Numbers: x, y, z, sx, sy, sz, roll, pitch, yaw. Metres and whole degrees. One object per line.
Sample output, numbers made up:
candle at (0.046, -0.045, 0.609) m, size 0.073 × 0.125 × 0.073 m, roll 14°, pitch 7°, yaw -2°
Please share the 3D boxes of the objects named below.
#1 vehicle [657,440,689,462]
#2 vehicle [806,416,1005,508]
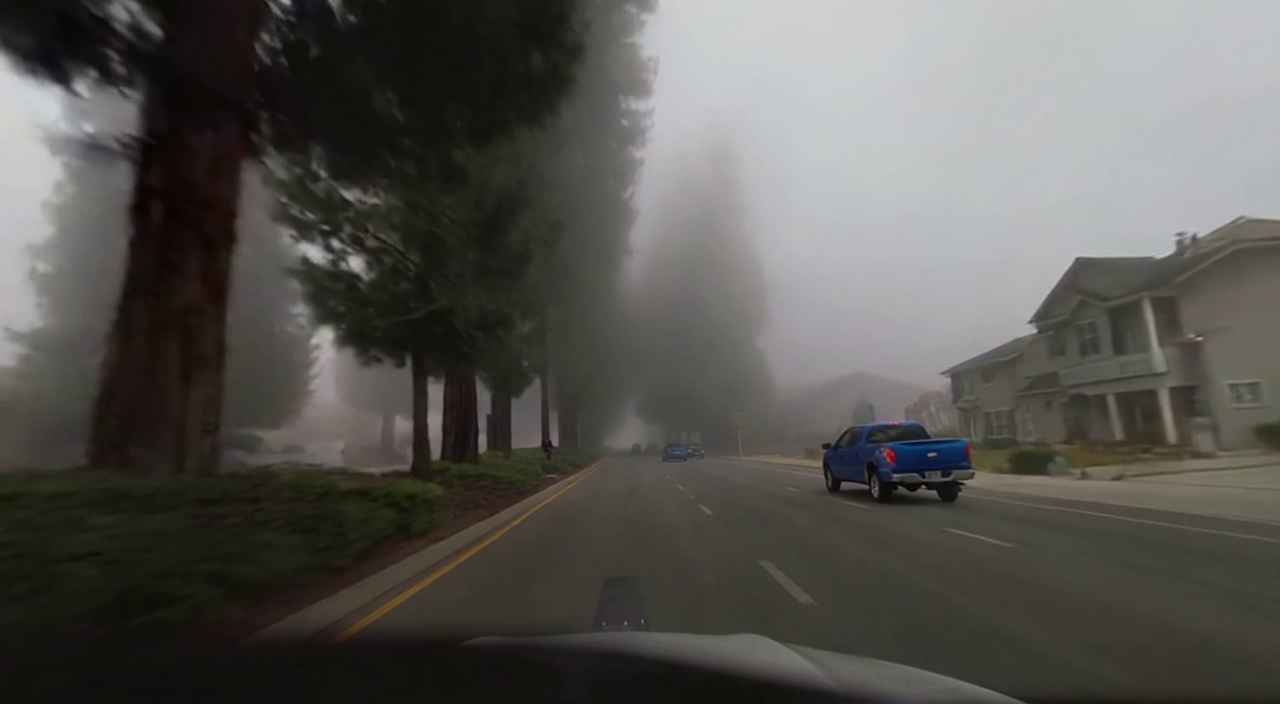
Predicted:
vehicle at (2.533, 7.684, 49.166) m, size 2.061 × 1.632 × 4.222 m, roll 0°, pitch -8°, yaw -2°
vehicle at (5.953, 2.576, 15.206) m, size 2.262 × 1.769 × 5.666 m, roll 0°, pitch -8°, yaw -1°
